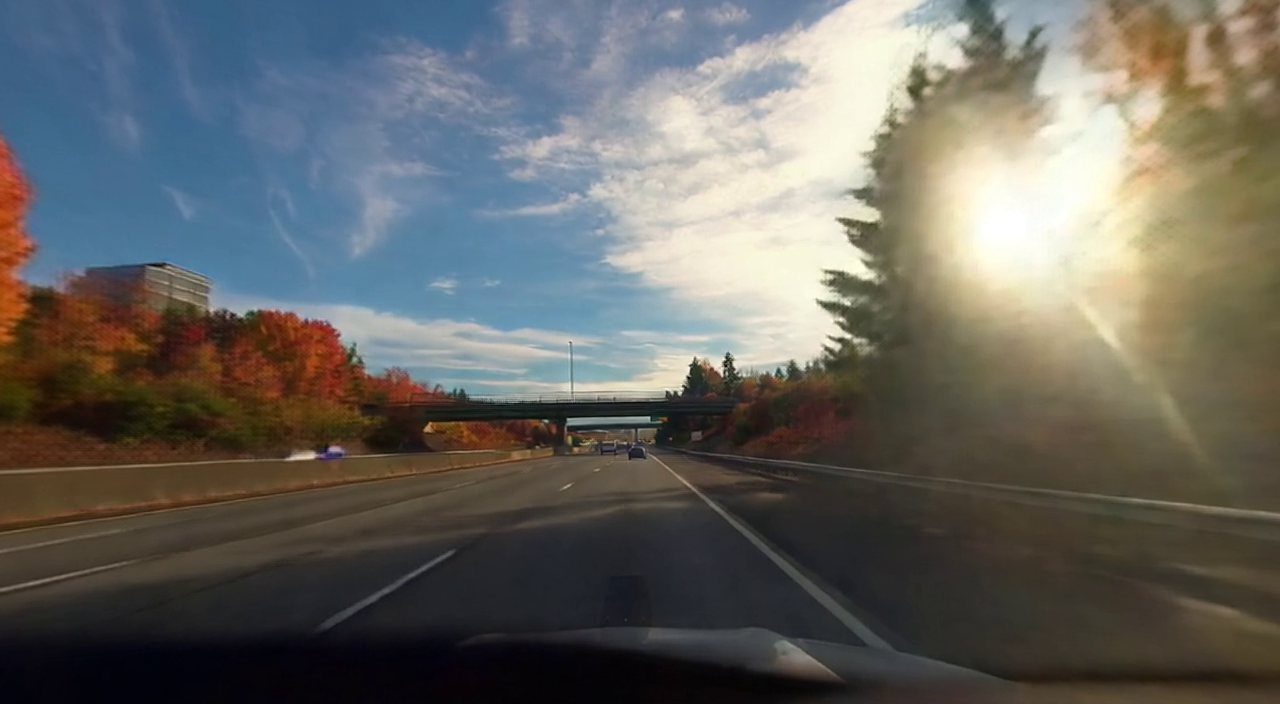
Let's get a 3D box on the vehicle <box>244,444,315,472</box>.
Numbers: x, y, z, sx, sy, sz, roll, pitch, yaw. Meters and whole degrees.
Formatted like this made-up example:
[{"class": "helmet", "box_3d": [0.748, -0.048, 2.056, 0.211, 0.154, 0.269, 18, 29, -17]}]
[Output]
[{"class": "vehicle", "box_3d": [-21.733, 6.374, 38.020, 1.796, 1.516, 4.315, 0, -8, -1]}]
